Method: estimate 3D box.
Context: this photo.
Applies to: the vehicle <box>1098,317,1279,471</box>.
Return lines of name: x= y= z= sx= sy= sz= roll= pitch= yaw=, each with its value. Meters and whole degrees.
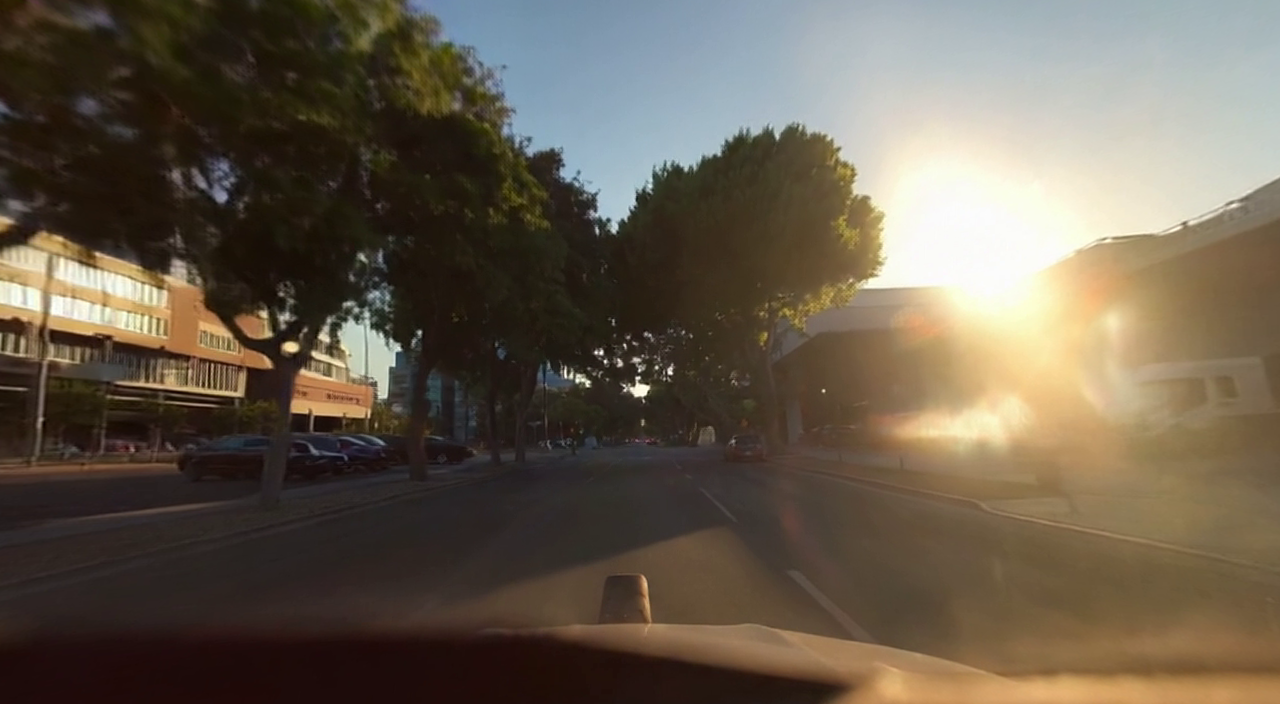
vehicle: x=13.730 y=0.923 z=12.947 sx=3.046 sy=2.906 sz=7.271 roll=0 pitch=-8 yaw=-1

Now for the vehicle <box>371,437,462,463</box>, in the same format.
vehicle: x=-13.660 y=6.048 z=38.810 sx=4.765 sy=1.517 sz=2.182 roll=0 pitch=-9 yaw=0

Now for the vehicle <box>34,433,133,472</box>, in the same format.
vehicle: x=-27.333 y=4.926 z=31.201 sx=2.026 sy=1.723 sz=4.322 roll=3 pitch=-8 yaw=-18

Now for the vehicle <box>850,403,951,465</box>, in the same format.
vehicle: x=13.239 y=4.290 z=32.646 sx=2.935 sy=2.889 sz=5.499 roll=0 pitch=-8 yaw=2

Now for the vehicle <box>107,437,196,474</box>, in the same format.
vehicle: x=-24.598 y=5.194 z=31.968 sx=2.026 sy=1.723 sz=4.633 roll=4 pitch=-8 yaw=-18

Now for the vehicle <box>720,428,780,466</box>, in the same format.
vehicle: x=6.096 y=5.347 z=35.589 sx=2.338 sy=1.942 sz=5.267 roll=0 pitch=-8 yaw=-1

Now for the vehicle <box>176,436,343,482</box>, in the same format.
vehicle: x=-14.508 y=4.097 z=24.365 sx=4.954 sy=1.614 sz=2.227 roll=0 pitch=-9 yaw=-4
